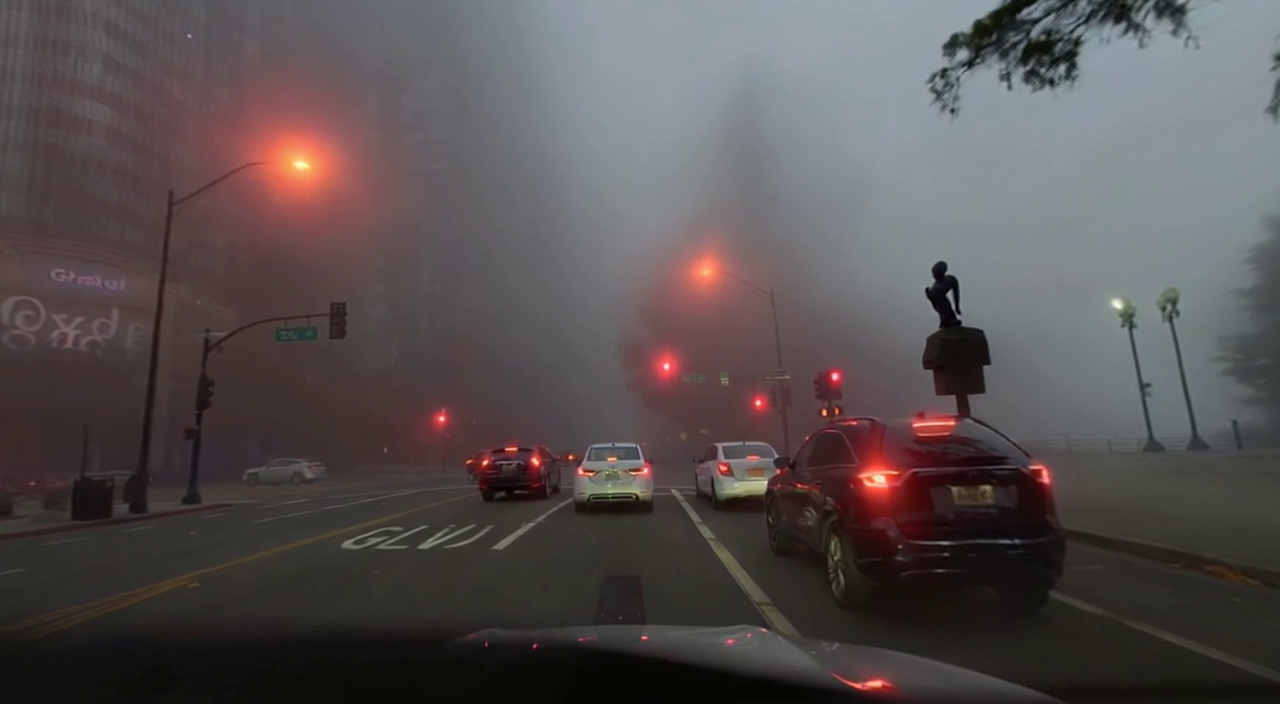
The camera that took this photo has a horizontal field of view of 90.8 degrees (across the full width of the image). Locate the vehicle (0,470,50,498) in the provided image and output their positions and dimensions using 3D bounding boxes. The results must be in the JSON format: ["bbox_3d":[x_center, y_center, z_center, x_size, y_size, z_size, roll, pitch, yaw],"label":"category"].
[{"bbox_3d":[-40.208,8.305,39.766,4.224,1.622,1.808,0,-9,-1],"label":"vehicle"}]

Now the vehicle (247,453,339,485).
[{"bbox_3d":[-20.701,6.988,37.880,4.612,1.752,1.953,4,-10,-25],"label":"vehicle"}]

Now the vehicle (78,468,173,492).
[{"bbox_3d":[-32.306,8.040,39.748,4.392,1.427,1.764,0,-9,-1],"label":"vehicle"}]

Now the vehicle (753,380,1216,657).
[{"bbox_3d":[2.629,1.405,6.377,2.096,1.775,4.440,0,-9,-1],"label":"vehicle"}]

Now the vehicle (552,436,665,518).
[{"bbox_3d":[-0.619,2.640,13.819,2.096,1.492,4.071,0,-9,-1],"label":"vehicle"}]

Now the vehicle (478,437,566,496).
[{"bbox_3d":[-3.587,3.595,20.224,2.045,1.633,4.864,0,-9,-2],"label":"vehicle"}]

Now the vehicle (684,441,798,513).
[{"bbox_3d":[2.233,2.888,15.143,1.943,1.449,4.202,0,-9,-1],"label":"vehicle"}]
